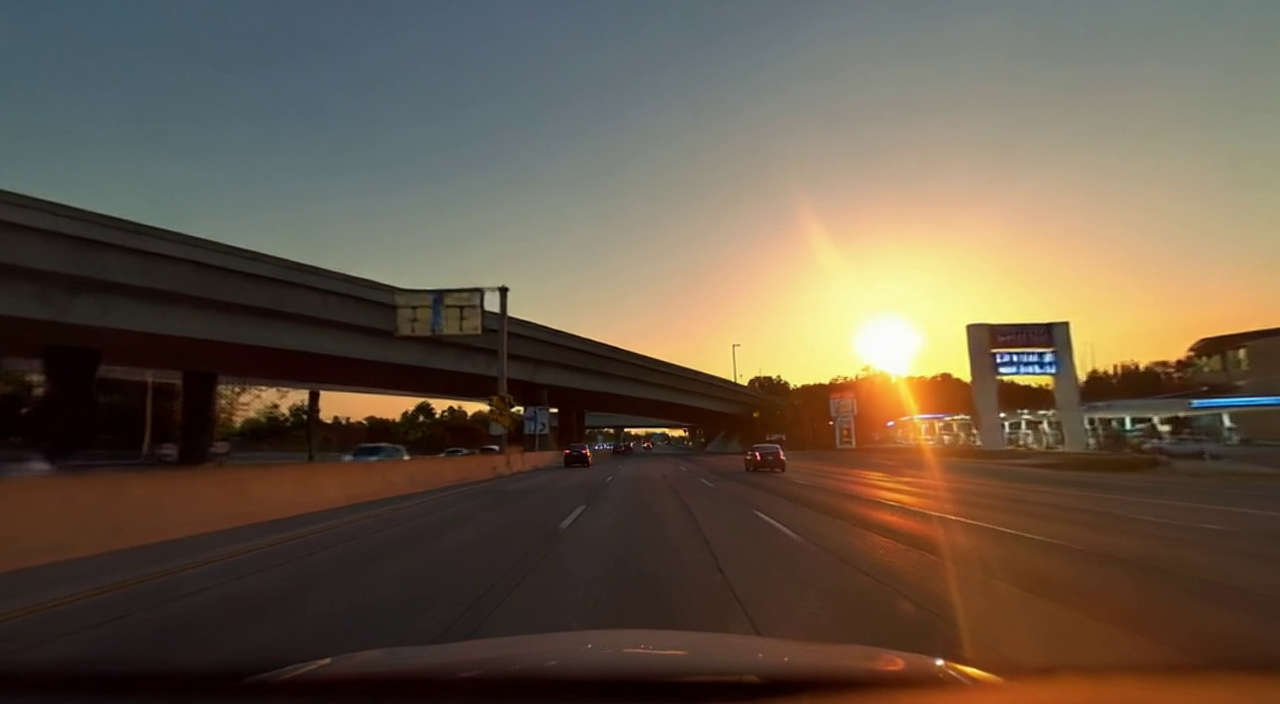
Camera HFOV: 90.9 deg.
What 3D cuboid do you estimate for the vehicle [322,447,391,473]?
[{"bbox_3d":[-17.288,6.575,38.713,2.005,1.493,4.780,0,-8,0],"label":"vehicle"}]

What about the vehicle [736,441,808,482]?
[{"bbox_3d":[5.161,4.318,25.305,1.909,1.467,4.940,0,-8,1],"label":"vehicle"}]

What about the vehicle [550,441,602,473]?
[{"bbox_3d":[-3.167,5.290,32.074,2.114,1.510,4.186,0,-8,1],"label":"vehicle"}]
